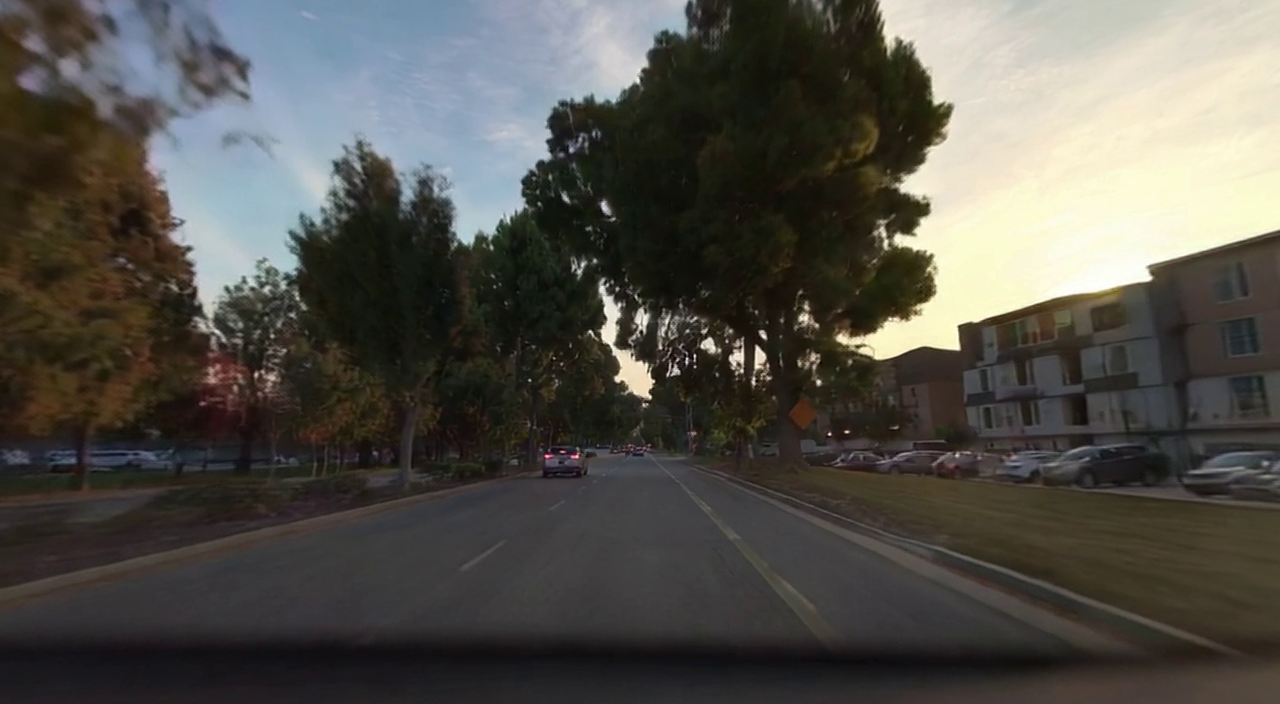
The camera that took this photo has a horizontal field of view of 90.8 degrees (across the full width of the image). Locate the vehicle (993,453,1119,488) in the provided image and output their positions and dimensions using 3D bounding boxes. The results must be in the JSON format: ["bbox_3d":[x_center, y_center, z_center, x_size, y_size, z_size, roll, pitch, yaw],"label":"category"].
[{"bbox_3d":[17.948,5.113,27.338,4.230,1.384,1.882,1,-9,-7],"label":"vehicle"}]

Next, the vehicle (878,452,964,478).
[{"bbox_3d":[16.583,6.684,37.429,4.172,1.407,1.931,1,-9,-7],"label":"vehicle"}]

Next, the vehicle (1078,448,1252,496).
[{"bbox_3d":[18.526,4.210,22.441,4.520,1.557,2.056,1,-9,-6],"label":"vehicle"}]

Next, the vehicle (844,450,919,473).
[{"bbox_3d":[16.291,7.377,42.691,4.226,1.499,1.943,1,-9,-10],"label":"vehicle"}]

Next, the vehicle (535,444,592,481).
[{"bbox_3d":[-3.364,4.939,28.517,2.030,1.550,3.925,0,-8,1],"label":"vehicle"}]
